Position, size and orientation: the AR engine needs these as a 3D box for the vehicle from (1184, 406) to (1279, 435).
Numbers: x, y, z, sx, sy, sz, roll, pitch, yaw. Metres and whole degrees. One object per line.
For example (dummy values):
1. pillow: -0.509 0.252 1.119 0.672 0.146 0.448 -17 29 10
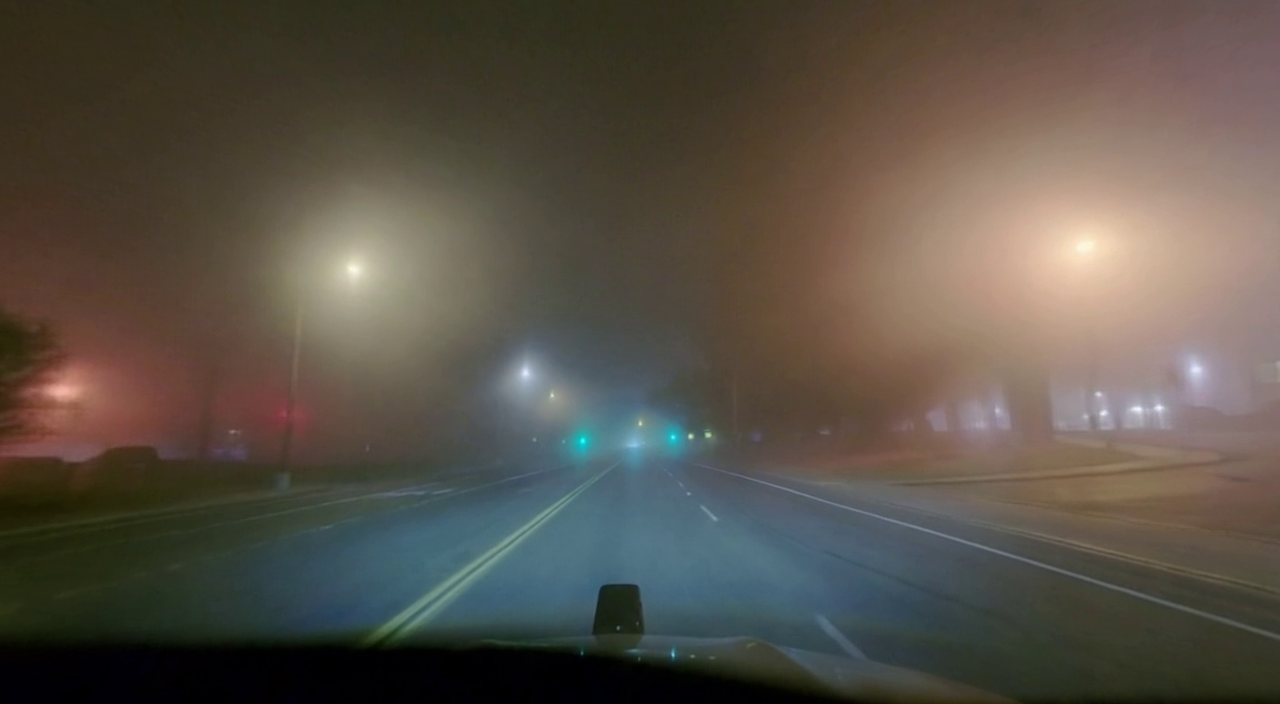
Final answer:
1. vehicle: 32.452 3.738 34.435 3.904 1.508 1.724 0 -9 1

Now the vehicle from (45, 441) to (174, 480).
1. vehicle: -27.949 5.716 33.422 4.927 1.980 2.083 0 -8 2

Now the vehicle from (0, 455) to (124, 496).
1. vehicle: -23.264 4.783 24.578 4.686 1.495 1.879 0 -9 1
